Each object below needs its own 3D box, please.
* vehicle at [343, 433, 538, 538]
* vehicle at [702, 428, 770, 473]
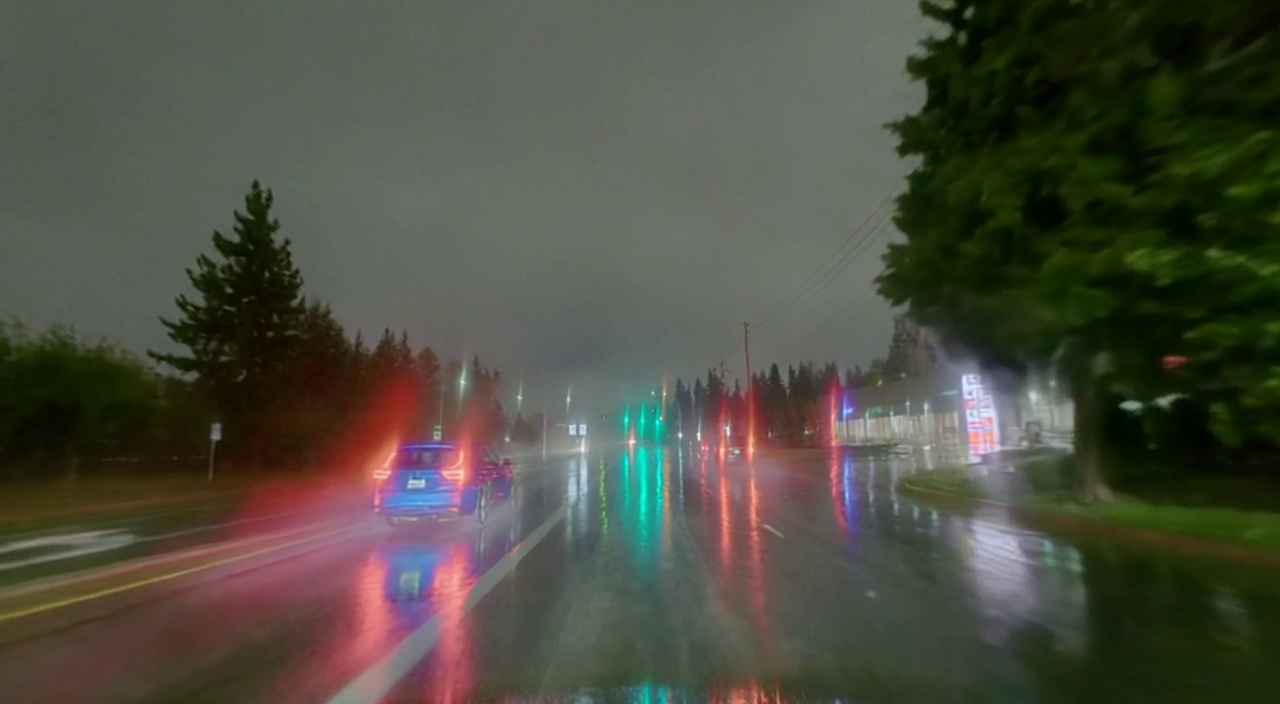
[{"bbox_3d":[-3.168,2.201,11.129,2.017,1.470,4.293,0,-8,0],"label":"vehicle"},{"bbox_3d":[4.602,4.870,31.387,2.476,2.016,5.586,0,-8,0],"label":"vehicle"}]
